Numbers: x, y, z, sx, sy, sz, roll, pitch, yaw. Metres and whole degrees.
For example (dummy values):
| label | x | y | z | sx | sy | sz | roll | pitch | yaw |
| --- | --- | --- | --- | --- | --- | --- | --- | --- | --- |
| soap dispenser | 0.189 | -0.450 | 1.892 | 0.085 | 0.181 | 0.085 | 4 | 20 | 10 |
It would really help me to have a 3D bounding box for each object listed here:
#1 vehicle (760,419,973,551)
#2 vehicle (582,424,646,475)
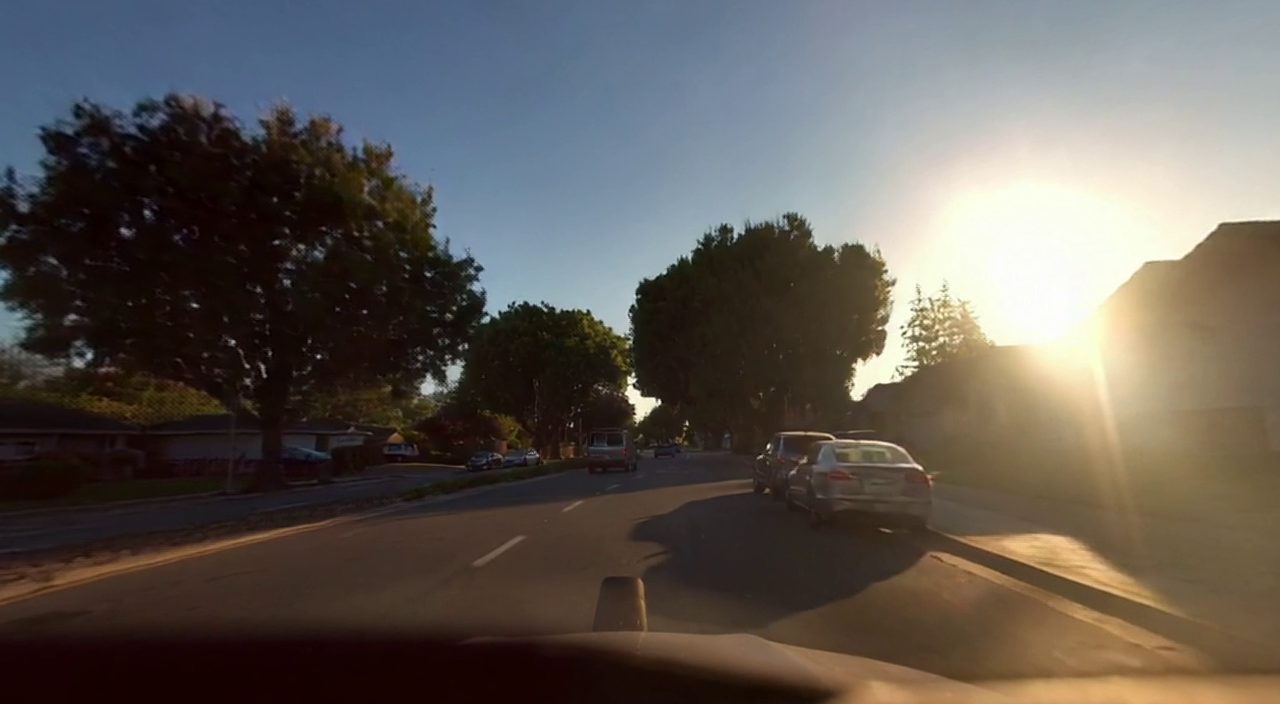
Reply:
| label | x | y | z | sx | sy | sz | roll | pitch | yaw |
| --- | --- | --- | --- | --- | --- | --- | --- | --- | --- |
| vehicle | 3.292 | 2.027 | 10.300 | 2.040 | 1.643 | 4.446 | -1 | -9 | 3 |
| vehicle | -1.082 | 4.463 | 29.015 | 2.085 | 2.084 | 5.133 | -1 | -9 | 7 |
